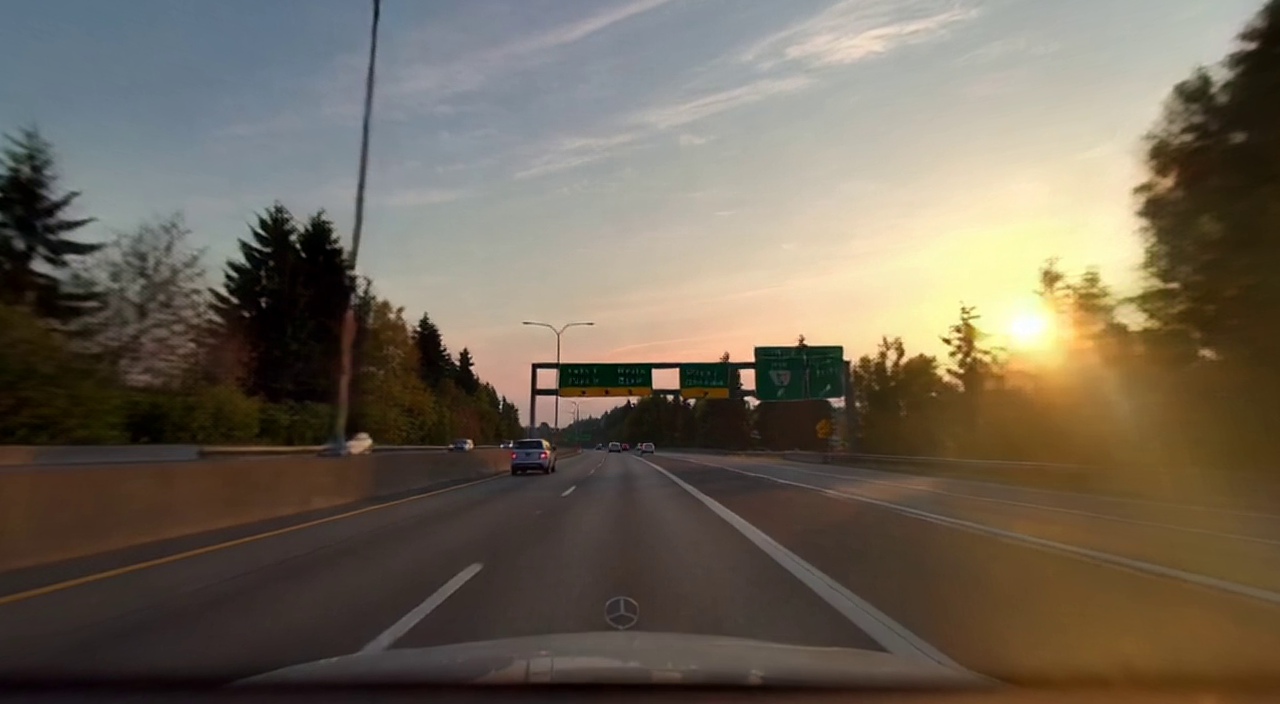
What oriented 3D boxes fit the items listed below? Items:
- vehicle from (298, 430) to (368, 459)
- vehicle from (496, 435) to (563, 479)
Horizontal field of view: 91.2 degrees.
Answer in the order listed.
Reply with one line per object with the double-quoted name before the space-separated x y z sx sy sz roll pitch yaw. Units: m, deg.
"vehicle" -17.444 5.286 35.841 1.846 1.533 4.317 0 -9 -1
"vehicle" -4.438 4.271 25.721 2.071 1.615 3.868 0 -9 -1
